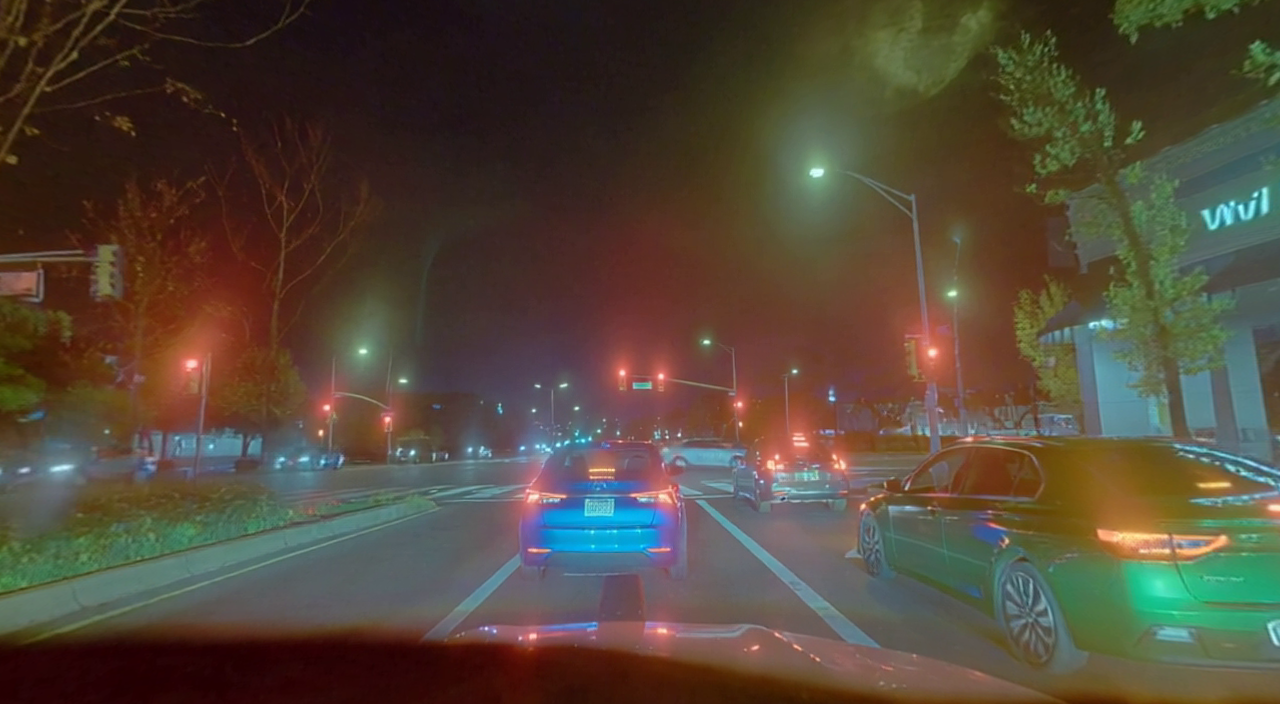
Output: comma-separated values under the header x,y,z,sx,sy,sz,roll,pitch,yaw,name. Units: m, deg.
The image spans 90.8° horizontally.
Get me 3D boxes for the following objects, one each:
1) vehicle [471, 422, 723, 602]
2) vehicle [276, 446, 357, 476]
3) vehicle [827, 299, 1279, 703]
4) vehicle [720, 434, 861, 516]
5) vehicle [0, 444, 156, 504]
x,y,z,sx,sy,sz,roll,pitch,yaw,name
-0.391,1.652,7.390,2.143,1.520,3.848,0,-8,-1,vehicle
-18.109,6.112,35.663,2.130,1.550,4.618,0,-8,1,vehicle
3.573,1.106,5.054,2.572,1.945,5.065,0,-8,0,vehicle
3.151,2.674,14.314,2.026,1.549,4.559,0,-8,-1,vehicle
-18.094,3.774,20.074,1.976,1.667,4.274,0,-8,1,vehicle
